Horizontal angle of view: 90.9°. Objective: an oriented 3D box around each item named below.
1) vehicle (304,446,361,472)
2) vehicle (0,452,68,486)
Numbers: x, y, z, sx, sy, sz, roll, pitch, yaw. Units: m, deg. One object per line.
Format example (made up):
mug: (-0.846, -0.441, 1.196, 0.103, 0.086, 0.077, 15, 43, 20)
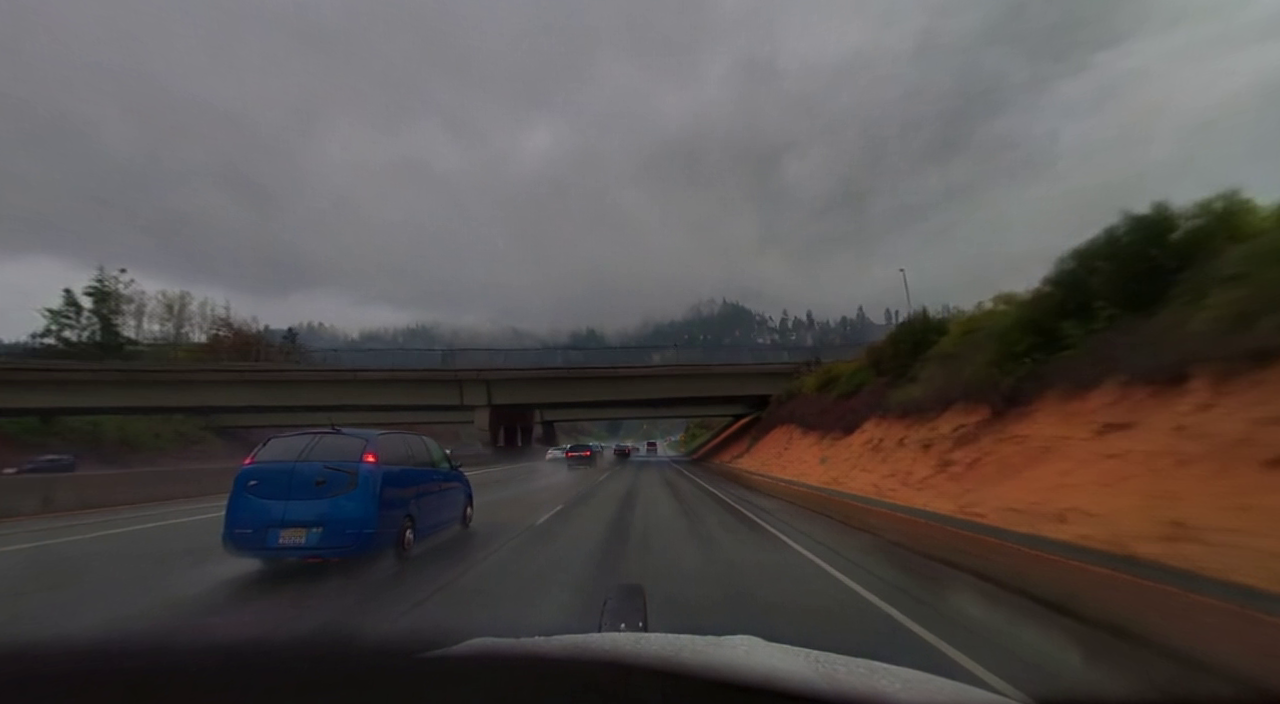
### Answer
vehicle: (-16.592, 5.771, 34.191, 1.441, 1.325, 3.178, 0, -8, 0)
vehicle: (-27.954, 5.169, 28.012, 1.644, 1.420, 3.518, -1, -8, 2)
